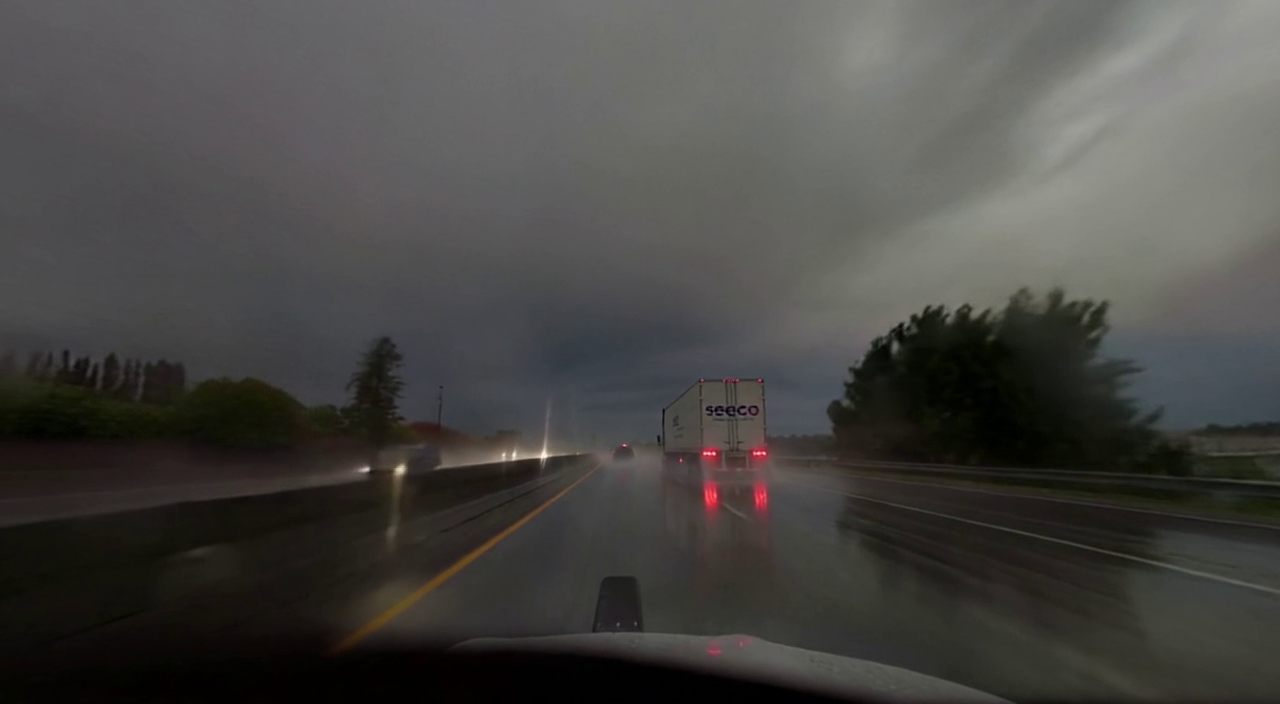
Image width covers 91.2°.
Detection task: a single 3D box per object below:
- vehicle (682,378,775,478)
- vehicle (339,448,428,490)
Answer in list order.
[{"bbox_3d":[3.785,3.635,29.118,2.892,3.928,8.380,0,-9,-1],"label":"vehicle"},{"bbox_3d":[-9.848,4.486,24.392,1.839,1.492,3.928,0,-9,-1],"label":"vehicle"}]
